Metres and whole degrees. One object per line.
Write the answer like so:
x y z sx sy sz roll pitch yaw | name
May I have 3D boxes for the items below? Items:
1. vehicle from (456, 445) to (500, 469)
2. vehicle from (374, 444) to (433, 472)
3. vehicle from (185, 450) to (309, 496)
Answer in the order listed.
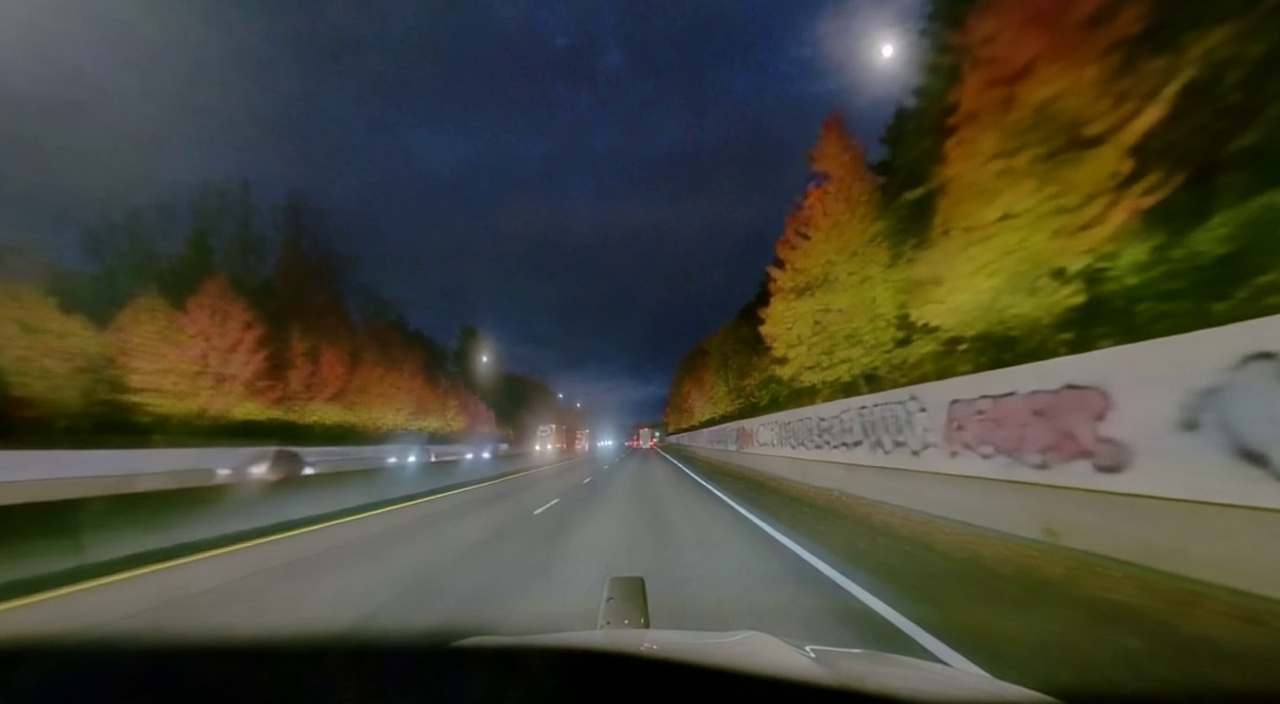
-10.666 6.905 41.682 1.768 1.469 3.813 0 -8 3 | vehicle
-14.554 6.538 38.956 1.924 1.609 4.275 0 -8 1 | vehicle
-14.684 4.512 23.859 1.796 1.495 4.504 0 -8 0 | vehicle
